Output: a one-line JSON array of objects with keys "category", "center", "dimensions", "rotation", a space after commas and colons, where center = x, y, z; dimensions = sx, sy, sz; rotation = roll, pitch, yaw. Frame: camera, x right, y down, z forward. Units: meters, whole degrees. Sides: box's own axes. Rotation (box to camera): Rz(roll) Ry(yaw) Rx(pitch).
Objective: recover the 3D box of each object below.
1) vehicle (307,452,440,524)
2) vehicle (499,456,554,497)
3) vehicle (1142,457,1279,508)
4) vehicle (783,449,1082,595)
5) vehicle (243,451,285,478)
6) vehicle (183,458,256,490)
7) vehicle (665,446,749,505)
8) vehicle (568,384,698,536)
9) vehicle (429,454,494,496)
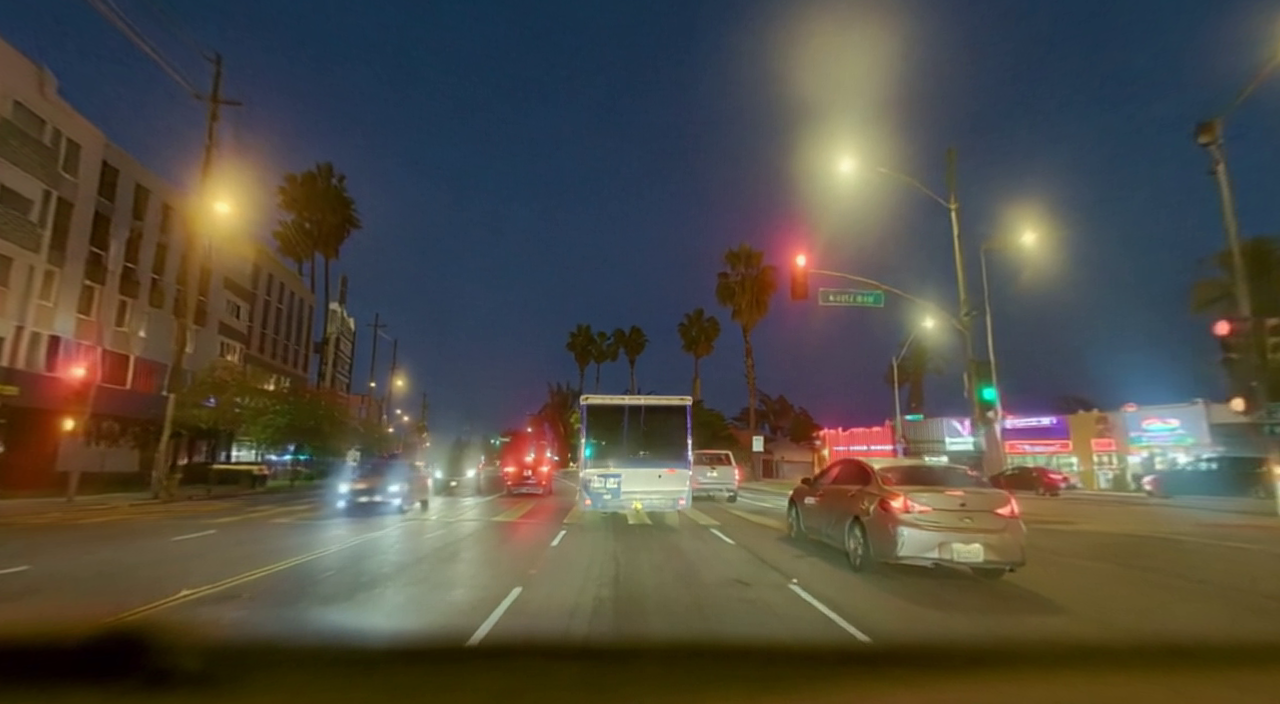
[{"category": "vehicle", "center": [-6.511, 3.321, 15.857], "dimensions": [1.801, 1.524, 3.974], "rotation": [0, -9, -3]}, {"category": "vehicle", "center": [-4.860, 5.360, 27.413], "dimensions": [2.033, 1.555, 4.408], "rotation": [1, -9, -6]}, {"category": "vehicle", "center": [23.947, 5.220, 25.560], "dimensions": [2.111, 1.804, 4.910], "rotation": [5, -10, -27]}, {"category": "vehicle", "center": [3.676, 2.186, 9.088], "dimensions": [1.978, 1.507, 4.636], "rotation": [0, -9, -2]}, {"category": "vehicle", "center": [-29.082, 8.684, 48.672], "dimensions": [1.981, 1.887, 4.441], "rotation": [3, -9, -22]}, {"category": "vehicle", "center": [-24.046, 6.966, 36.071], "dimensions": [1.974, 1.597, 4.606], "rotation": [2, -9, -14]}, {"category": "vehicle", "center": [2.375, 4.587, 23.914], "dimensions": [2.157, 1.944, 5.423], "rotation": [1, -9, -5]}, {"category": "vehicle", "center": [-0.389, 2.562, 15.423], "dimensions": [2.517, 2.926, 6.177], "rotation": [1, -9, -5]}, {"category": "vehicle", "center": [-7.999, 5.527, 28.537], "dimensions": [2.165, 1.690, 4.322], "rotation": [1, -9, -7]}]
